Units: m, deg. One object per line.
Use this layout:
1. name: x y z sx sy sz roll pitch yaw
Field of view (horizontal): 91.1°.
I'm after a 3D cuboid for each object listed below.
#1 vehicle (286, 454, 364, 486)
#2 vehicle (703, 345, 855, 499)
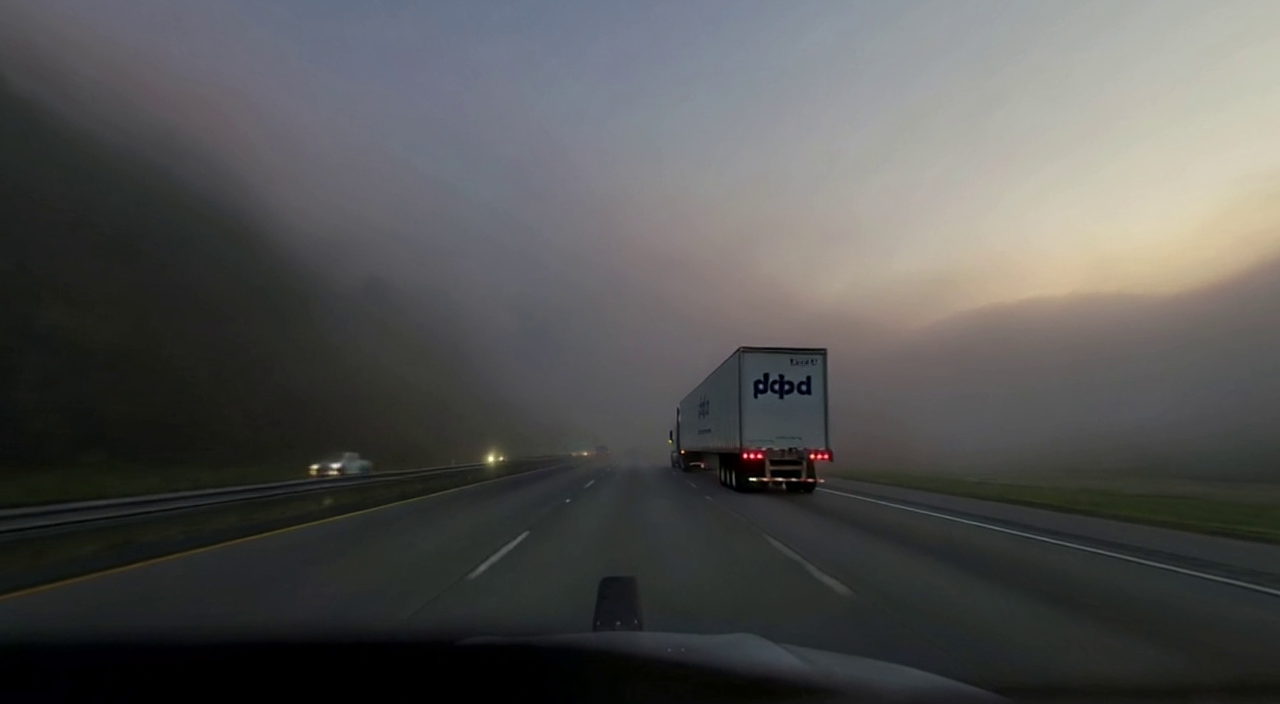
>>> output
1. vehicle: -17.326 6.472 34.830 1.884 1.617 4.603 0 -9 0
2. vehicle: 3.946 2.397 20.292 2.856 3.933 8.334 0 -9 -1
